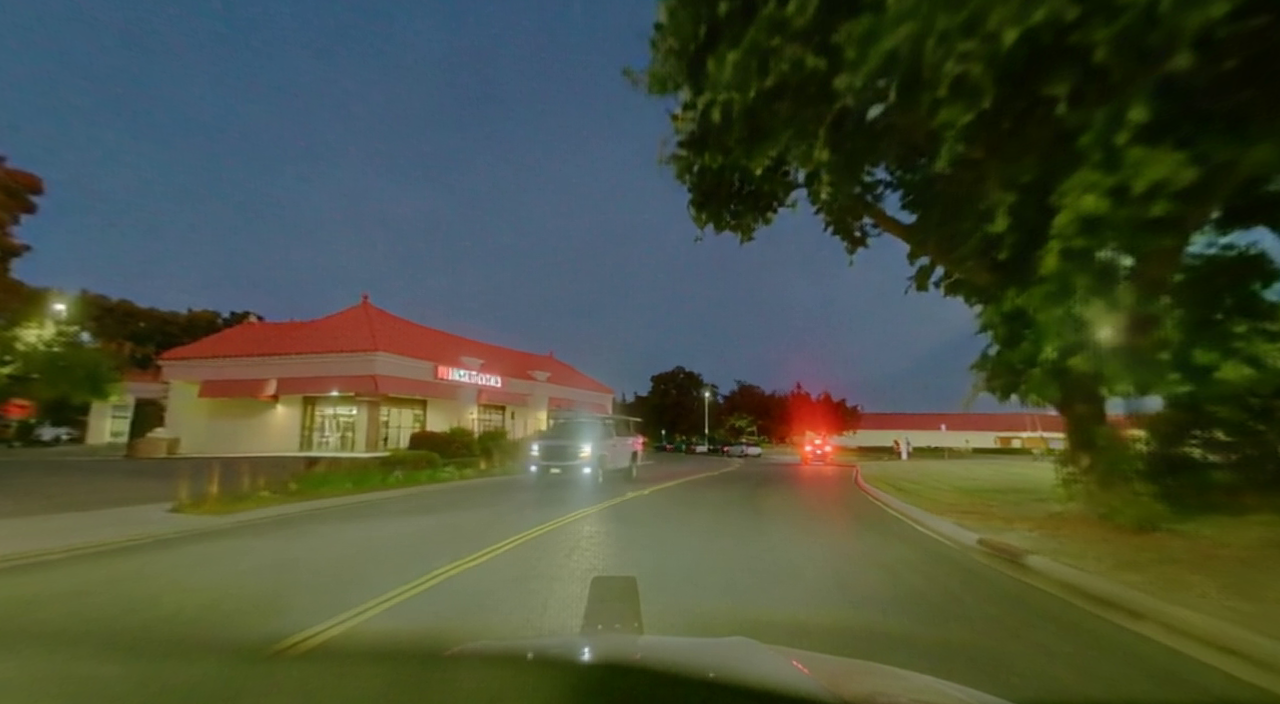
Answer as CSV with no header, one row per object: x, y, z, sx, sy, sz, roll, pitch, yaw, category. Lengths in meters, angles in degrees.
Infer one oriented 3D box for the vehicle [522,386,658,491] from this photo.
-1.294,2.824,20.425,2.674,2.815,6.582,-2,-9,11,vehicle

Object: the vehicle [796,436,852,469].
10.566,5.828,36.724,2.292,1.767,5.128,-1,-9,7,vehicle

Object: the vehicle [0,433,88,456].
-43.820,6.731,45.967,5.069,1.627,1.868,4,-10,-29,vehicle
